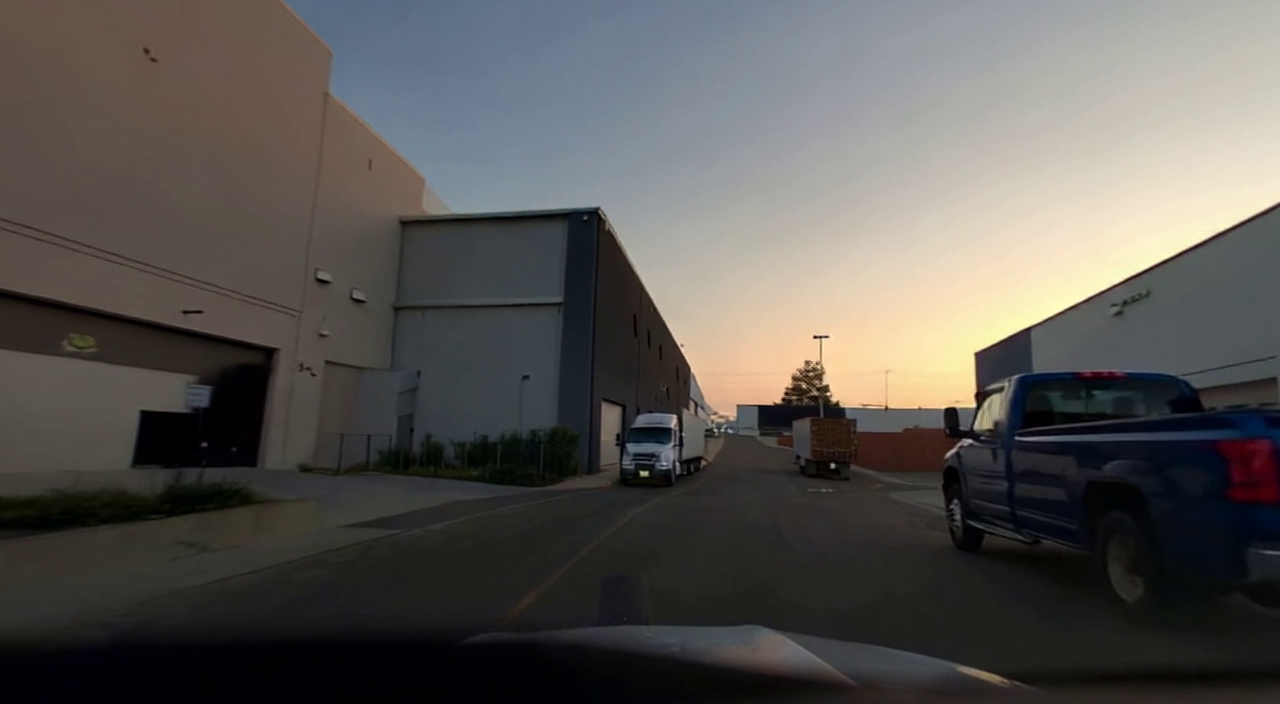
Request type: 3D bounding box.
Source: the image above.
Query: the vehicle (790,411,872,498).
[{"bbox_3d":[11.838,6.416,40.276,3.132,4.690,11.286,-1,-8,8],"label":"vehicle"}]

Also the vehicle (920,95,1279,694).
[{"bbox_3d":[6.974,0.794,8.025,2.966,4.658,11.455,-1,-8,8],"label":"vehicle"}]

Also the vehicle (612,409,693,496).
[{"bbox_3d":[0.913,5.539,35.279,3.111,4.217,7.722,-2,-8,12],"label":"vehicle"}]
